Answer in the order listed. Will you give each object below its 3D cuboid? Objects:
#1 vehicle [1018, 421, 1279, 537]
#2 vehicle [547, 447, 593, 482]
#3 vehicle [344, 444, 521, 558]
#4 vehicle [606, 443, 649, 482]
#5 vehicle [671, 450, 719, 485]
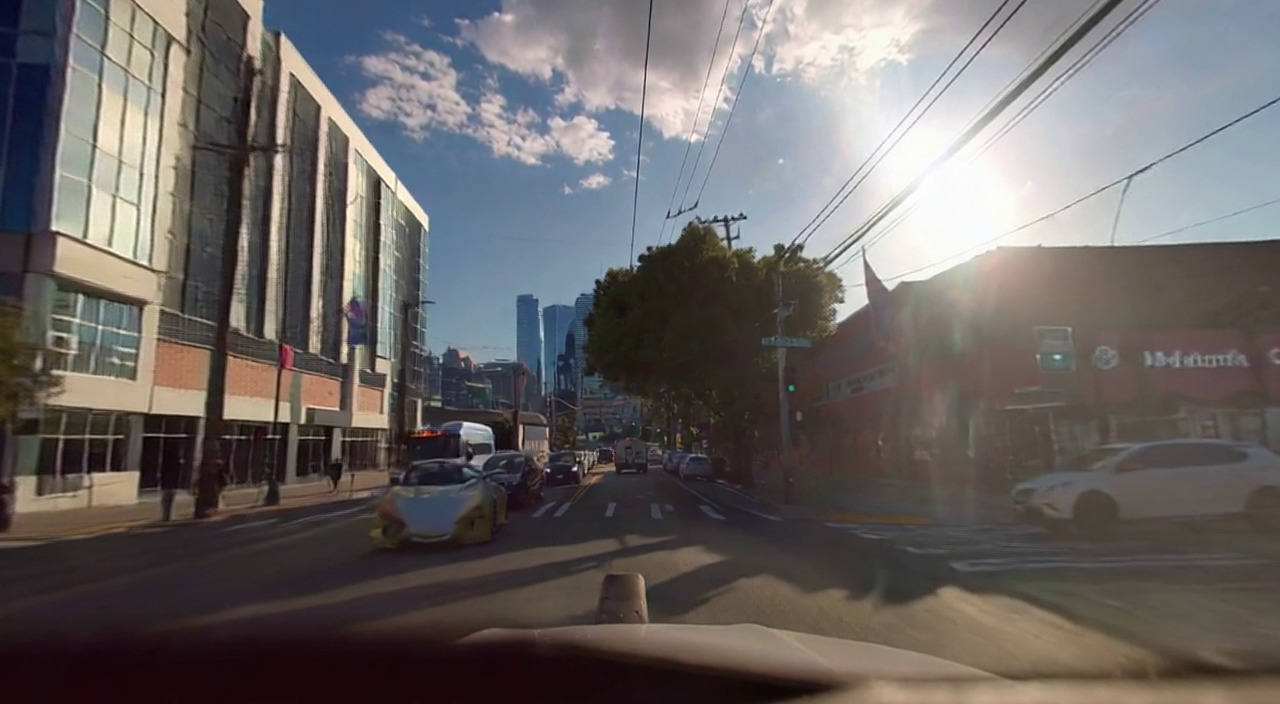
[{"bbox_3d":[10.137,2.232,11.476,4.966,1.826,2.209,-3,-9,7],"label":"vehicle"},{"bbox_3d":[-3.691,5.999,34.154,1.983,1.727,4.294,0,-8,0],"label":"vehicle"},{"bbox_3d":[-3.501,2.534,11.599,2.026,1.616,4.109,0,-8,-3],"label":"vehicle"},{"bbox_3d":[-0.708,5.795,33.533,2.127,1.893,4.194,1,-8,-2],"label":"vehicle"},{"bbox_3d":[2.700,5.833,32.182,1.934,1.633,4.271,1,-8,-2],"label":"vehicle"}]
